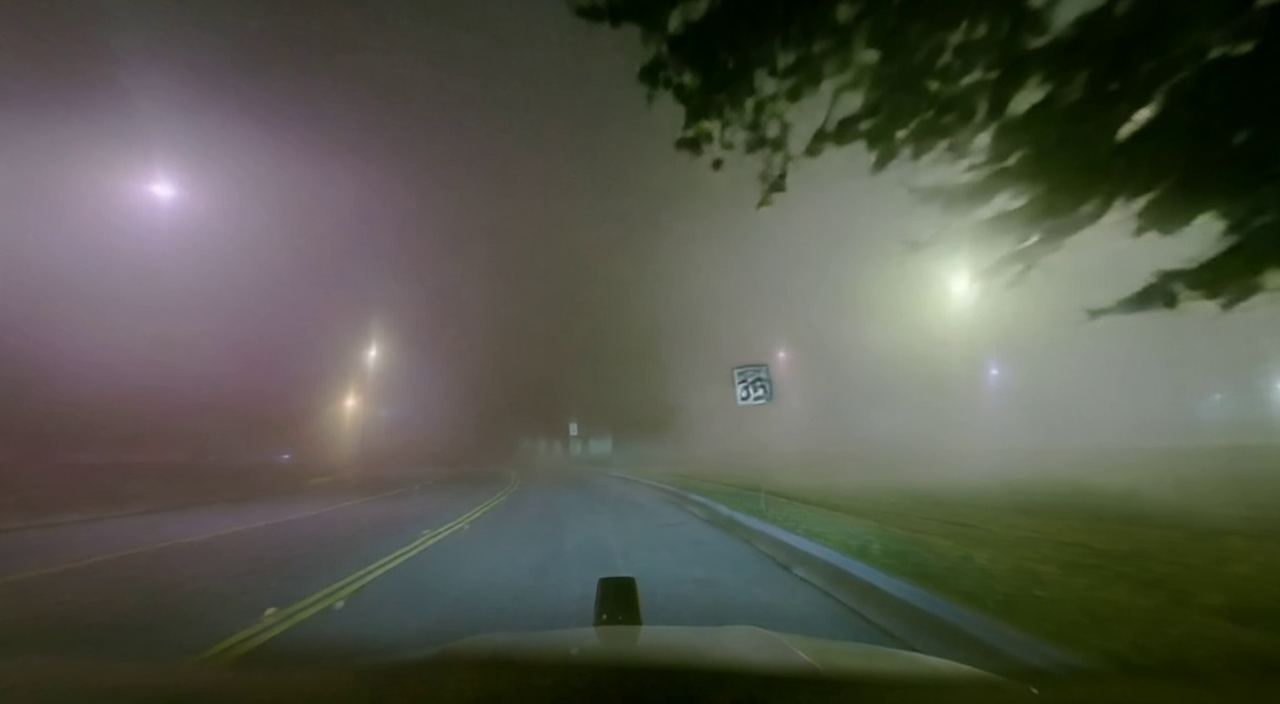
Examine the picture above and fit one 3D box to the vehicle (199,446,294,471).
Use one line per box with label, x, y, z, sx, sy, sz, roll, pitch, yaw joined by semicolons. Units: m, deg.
vehicle;-30.049;8.162;48.448;5.613;1.775;2.357;3;-9;-16
